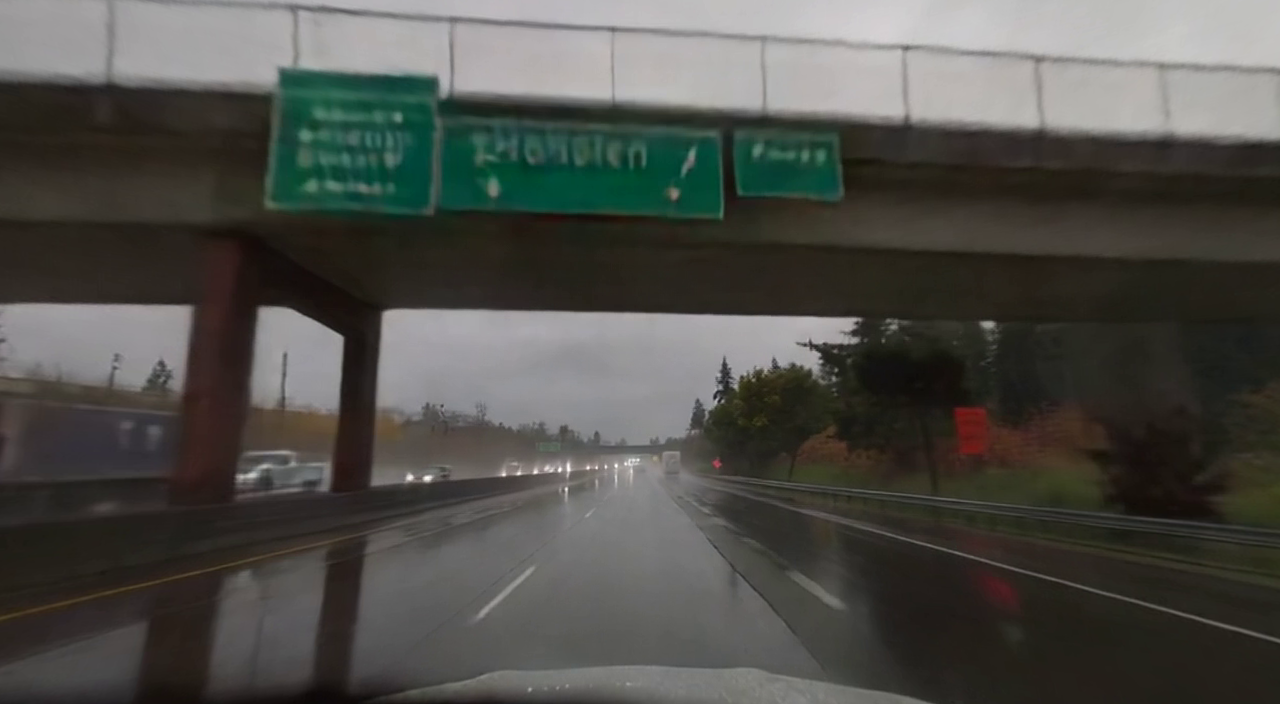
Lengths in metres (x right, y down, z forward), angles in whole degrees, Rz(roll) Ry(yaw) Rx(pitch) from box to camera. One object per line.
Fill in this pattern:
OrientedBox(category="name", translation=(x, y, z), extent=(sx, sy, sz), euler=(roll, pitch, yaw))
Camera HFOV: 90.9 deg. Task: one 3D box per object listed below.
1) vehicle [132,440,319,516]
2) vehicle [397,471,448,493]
OrientedBox(category="vehicle", translation=(-15.603, 4.830, 24.486), extent=(2.534, 2.481, 6.817), euler=(1, -10, 0))
OrientedBox(category="vehicle", translation=(-15.685, 9.358, 45.588), extent=(2.087, 1.459, 4.210), euler=(1, -10, 1))
